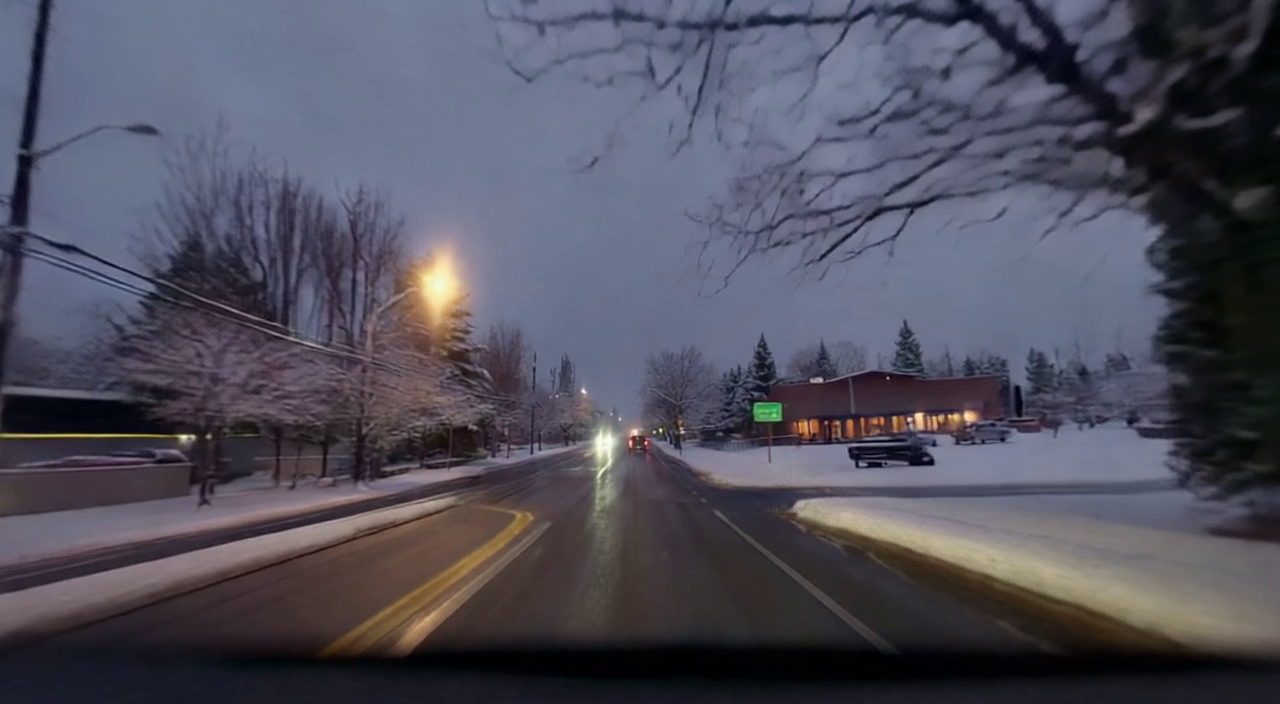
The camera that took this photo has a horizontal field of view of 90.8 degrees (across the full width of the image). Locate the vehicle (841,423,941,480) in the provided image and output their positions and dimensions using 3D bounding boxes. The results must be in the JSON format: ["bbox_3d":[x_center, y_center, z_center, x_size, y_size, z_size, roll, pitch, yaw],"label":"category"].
[{"bbox_3d":[11.084,4.541,28.338,2.001,1.744,4.449,-4,-16,-9],"label":"vehicle"}]
